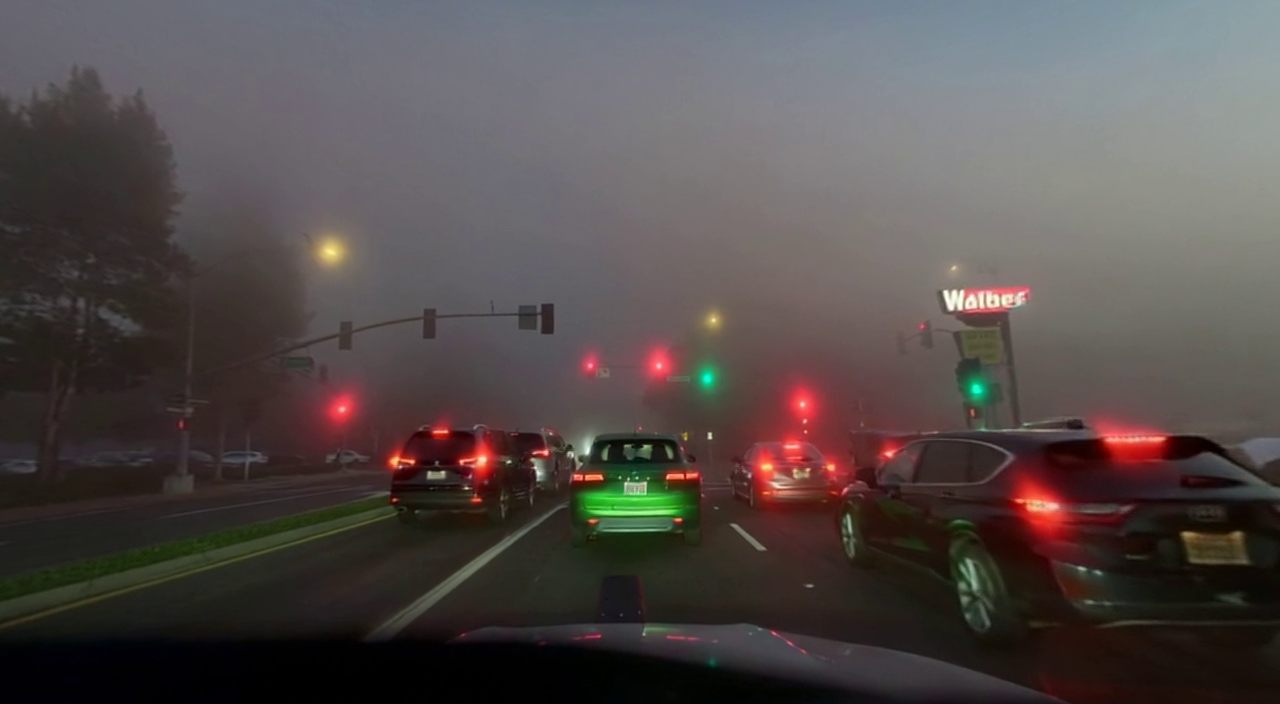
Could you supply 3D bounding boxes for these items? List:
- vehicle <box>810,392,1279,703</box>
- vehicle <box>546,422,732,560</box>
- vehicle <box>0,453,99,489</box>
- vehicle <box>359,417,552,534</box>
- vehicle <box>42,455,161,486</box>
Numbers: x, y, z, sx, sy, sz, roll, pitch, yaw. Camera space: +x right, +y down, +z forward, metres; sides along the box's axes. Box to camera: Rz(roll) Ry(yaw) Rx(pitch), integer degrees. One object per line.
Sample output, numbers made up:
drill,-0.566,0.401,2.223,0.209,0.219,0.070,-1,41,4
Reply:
vehicle,2.944,1.261,5.086,1.922,1.508,4.330,0,-9,0
vehicle,-0.018,1.840,9.005,2.071,1.525,3.723,0,-9,0
vehicle,-28.035,5.430,28.910,4.469,1.498,1.908,4,-9,-25
vehicle,-3.045,2.166,11.634,2.180,1.708,4.397,0,-9,1
vehicle,-27.246,5.972,32.152,4.107,1.427,1.883,3,-9,-23
